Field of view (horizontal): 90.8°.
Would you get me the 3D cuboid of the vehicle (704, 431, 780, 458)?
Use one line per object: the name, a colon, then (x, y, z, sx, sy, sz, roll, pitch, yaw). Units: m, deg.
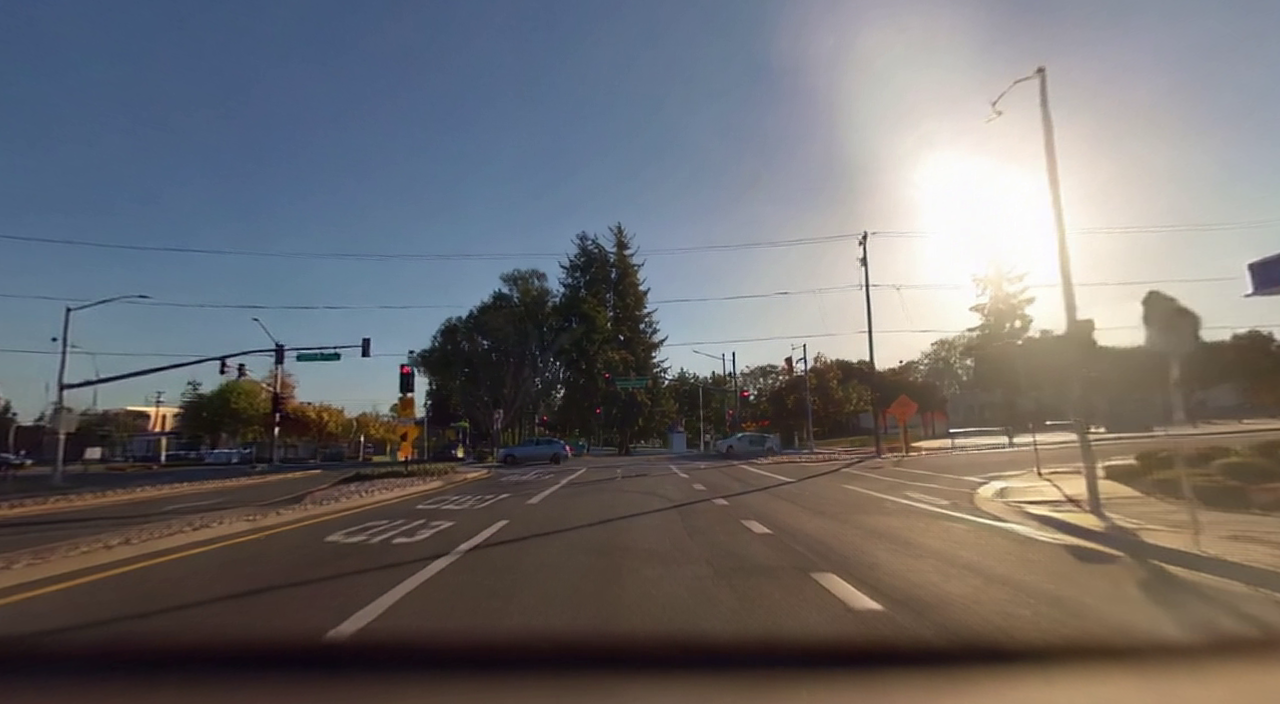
vehicle: (6.471, 5.900, 40.425, 4.478, 1.678, 1.870, 0, -8, -3)

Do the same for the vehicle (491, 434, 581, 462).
vehicle: (-5.904, 5.453, 36.123, 4.709, 1.501, 1.895, 5, -10, -32)
